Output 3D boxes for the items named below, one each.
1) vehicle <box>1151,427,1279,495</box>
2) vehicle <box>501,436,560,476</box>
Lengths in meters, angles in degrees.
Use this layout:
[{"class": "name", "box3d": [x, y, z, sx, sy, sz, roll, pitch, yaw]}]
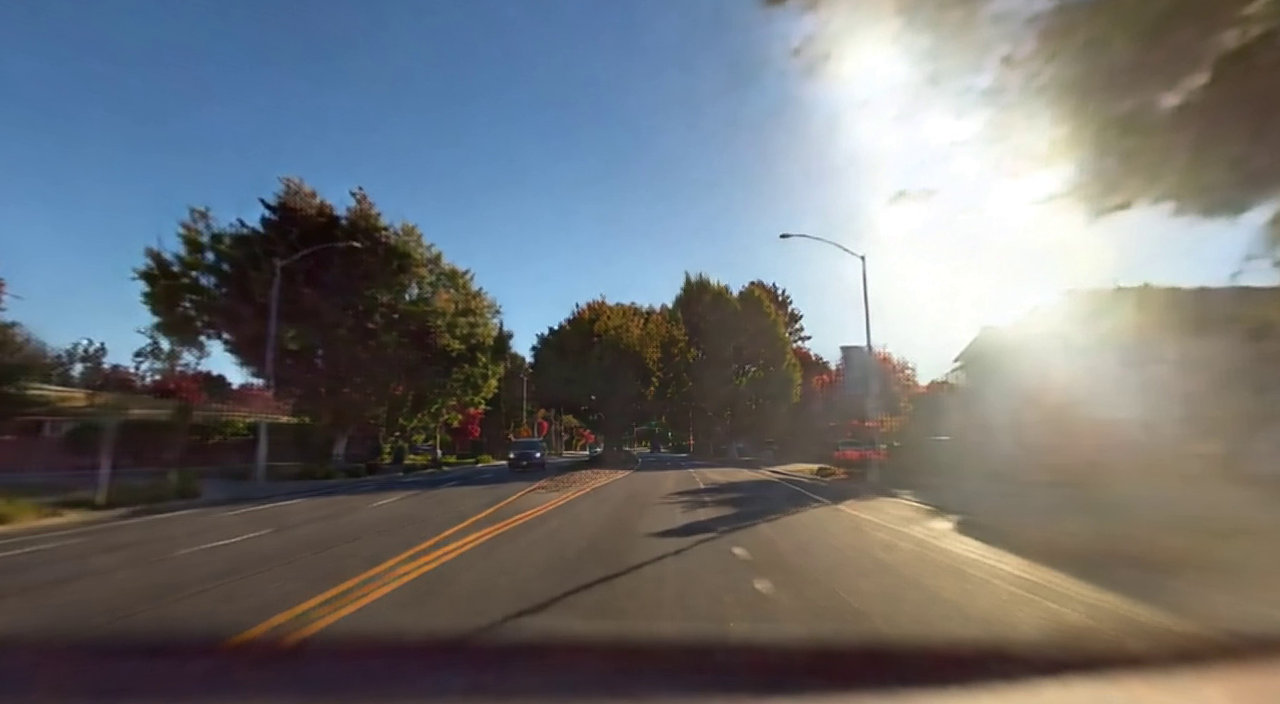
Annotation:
[{"class": "vehicle", "box3d": [15.635, 2.682, 15.702, 1.901, 1.547, 4.411, 0, -9, -4]}, {"class": "vehicle", "box3d": [-5.210, 5.037, 30.640, 2.128, 1.753, 4.516, 0, -9, -1]}]
